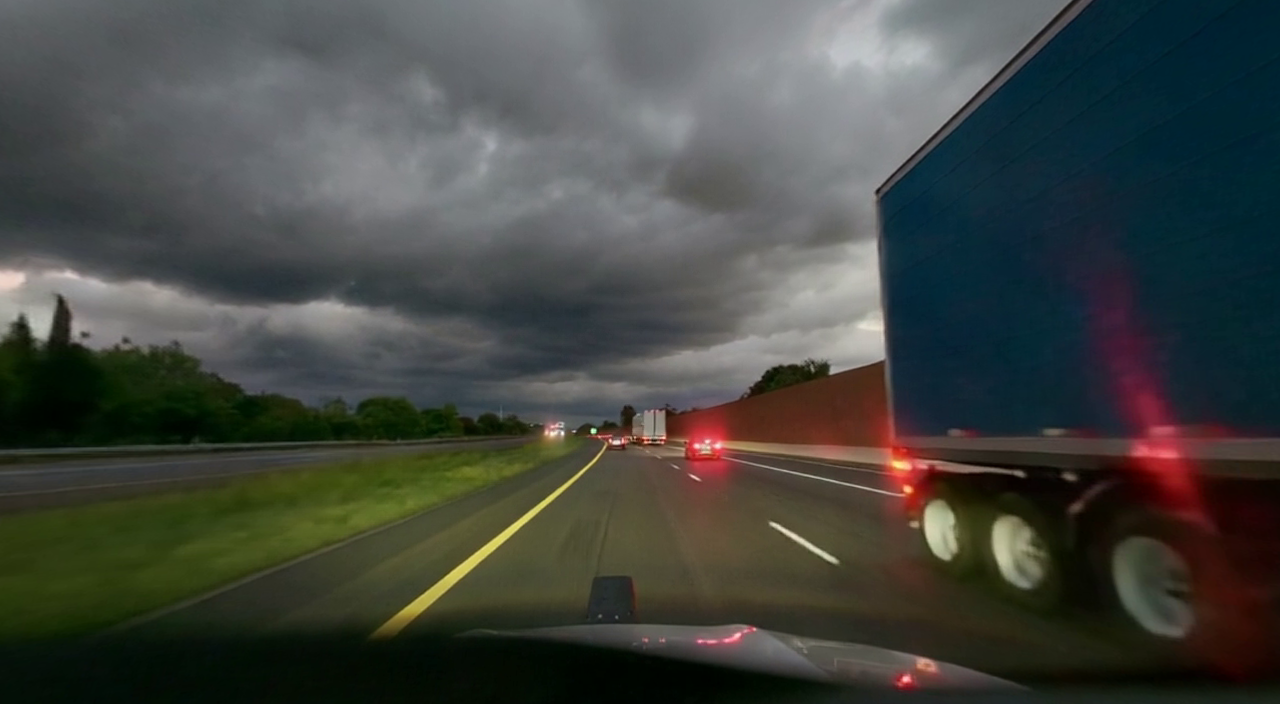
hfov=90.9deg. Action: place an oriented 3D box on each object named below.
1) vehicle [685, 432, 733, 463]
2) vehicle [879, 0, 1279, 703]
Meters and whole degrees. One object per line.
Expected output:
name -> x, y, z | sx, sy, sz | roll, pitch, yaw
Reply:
vehicle -> 3.457, 4.854, 32.326 | 1.813, 1.454, 4.197 | 0, -7, -3
vehicle -> 4.303, -0.239, 3.781 | 3.048, 4.142, 6.359 | 0, -7, -1
